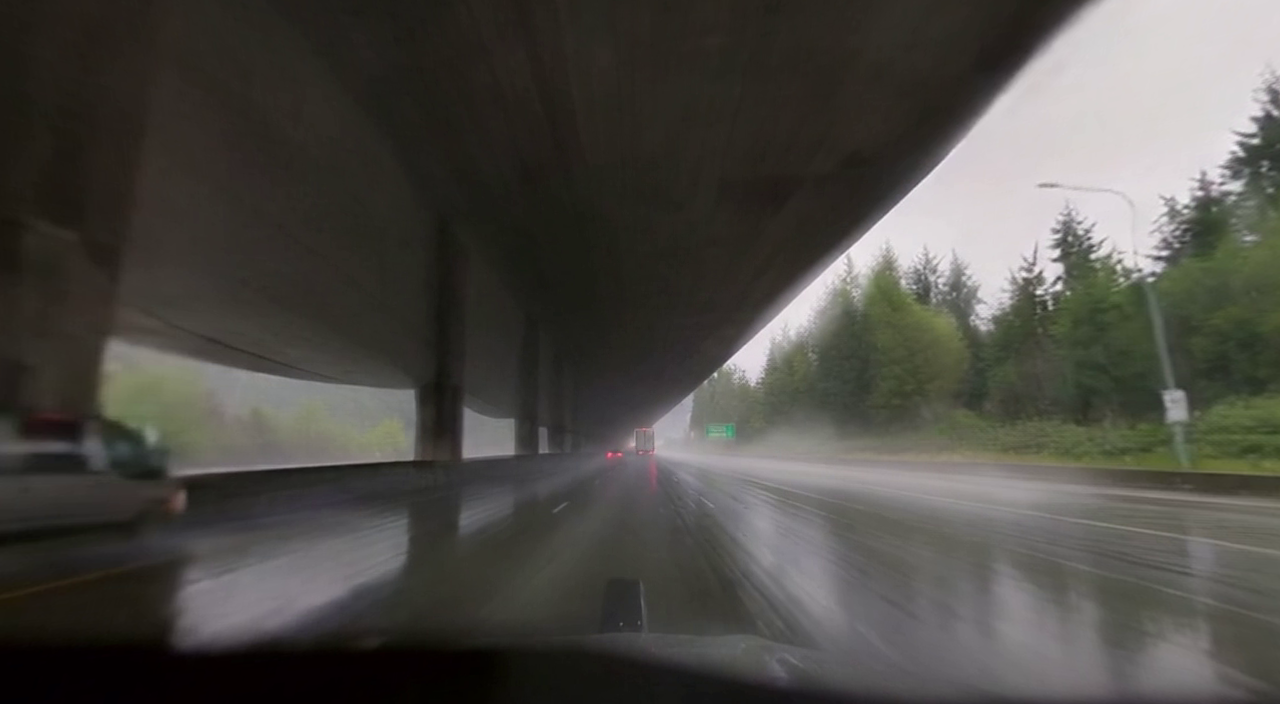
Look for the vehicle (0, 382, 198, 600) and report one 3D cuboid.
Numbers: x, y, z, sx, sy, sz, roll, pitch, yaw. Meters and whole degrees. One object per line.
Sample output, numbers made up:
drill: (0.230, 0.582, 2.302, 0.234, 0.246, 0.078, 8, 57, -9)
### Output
vehicle: (-6.881, 1.236, 5.553, 2.195, 1.940, 5.154, 0, -9, 0)
